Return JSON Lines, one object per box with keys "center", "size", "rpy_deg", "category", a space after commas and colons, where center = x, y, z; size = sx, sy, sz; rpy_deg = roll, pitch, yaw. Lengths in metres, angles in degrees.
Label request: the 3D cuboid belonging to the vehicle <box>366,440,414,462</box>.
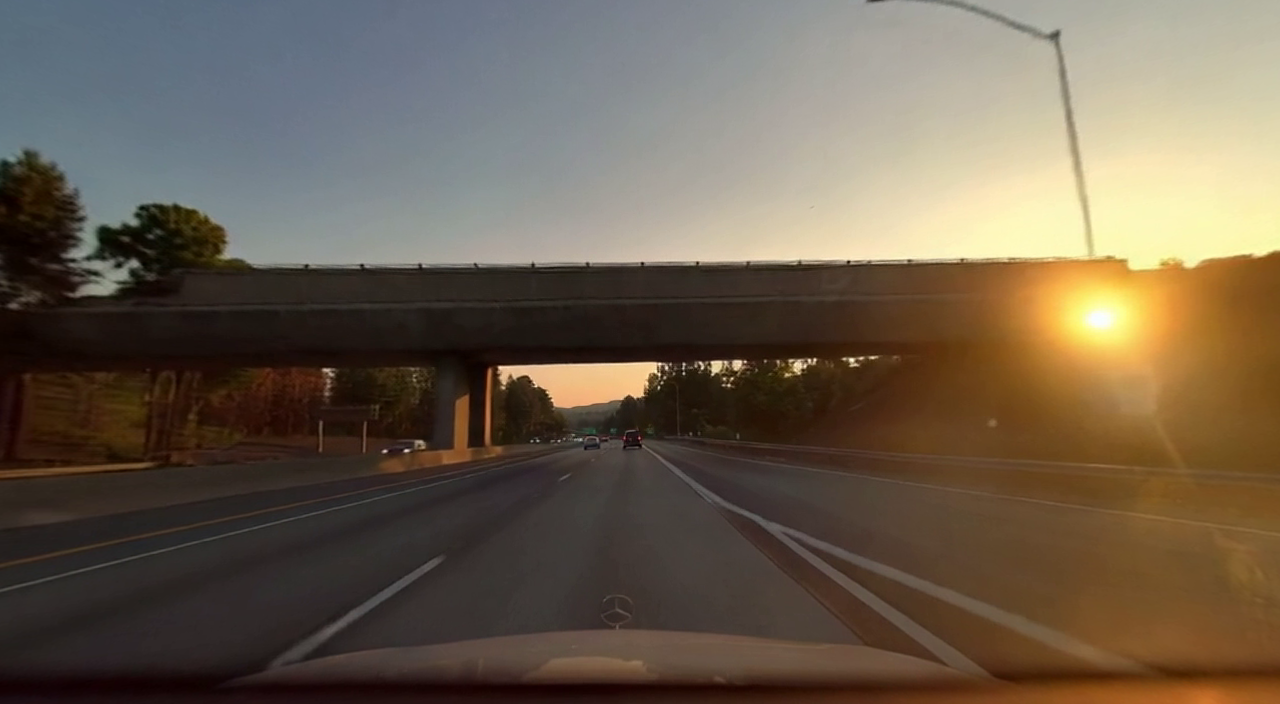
{"center": [-17.257, 6.869, 43.717], "size": [1.821, 1.444, 3.731], "rpy_deg": [0, -8, 0], "category": "vehicle"}
